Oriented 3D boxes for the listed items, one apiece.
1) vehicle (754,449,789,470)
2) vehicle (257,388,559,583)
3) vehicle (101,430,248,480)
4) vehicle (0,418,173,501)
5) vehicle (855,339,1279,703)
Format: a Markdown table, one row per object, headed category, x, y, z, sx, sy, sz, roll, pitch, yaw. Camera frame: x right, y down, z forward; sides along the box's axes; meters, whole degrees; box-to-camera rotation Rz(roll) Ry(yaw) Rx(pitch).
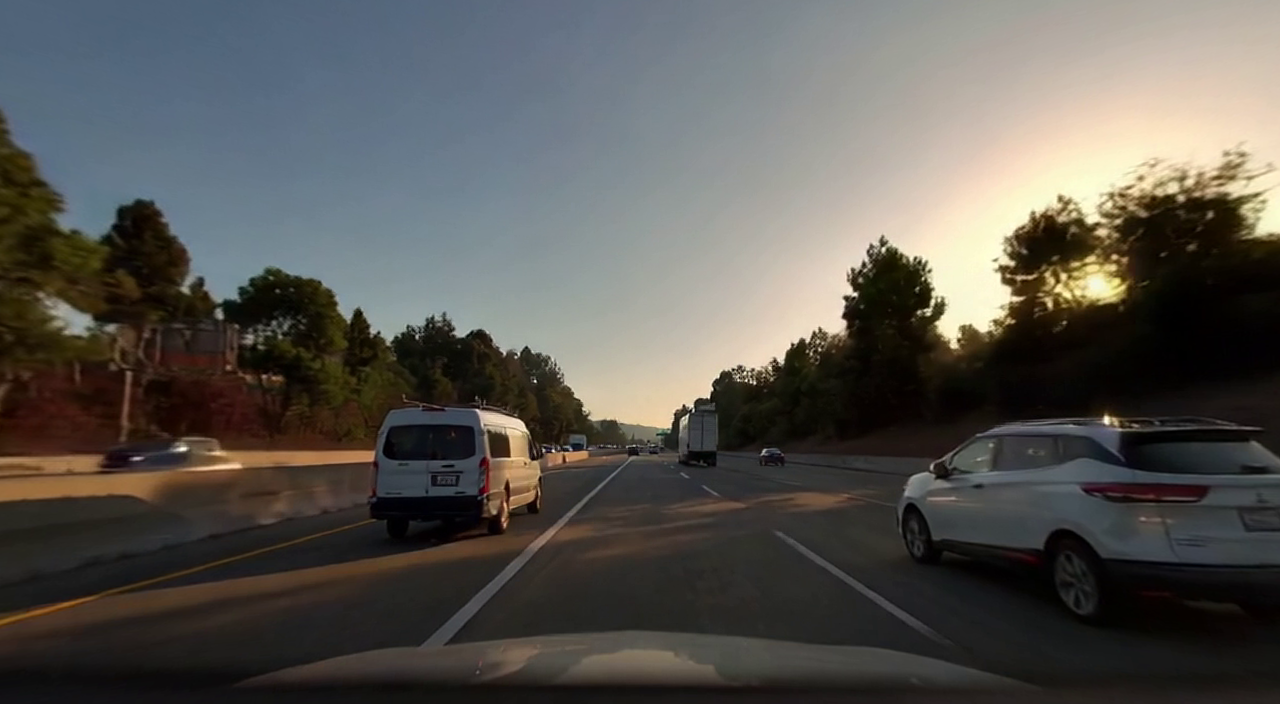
| category | x | y | z | sx | sy | sz | roll | pitch | yaw |
| --- | --- | --- | --- | --- | --- | --- | --- | --- | --- |
| vehicle | 9.956 | 8.168 | 48.099 | 1.929 | 1.470 | 4.466 | 0 | -8 | 3 |
| vehicle | -2.650 | 1.712 | 9.000 | 2.159 | 1.922 | 5.345 | 0 | -8 | 1 |
| vehicle | -17.913 | 3.983 | 24.680 | 1.925 | 1.719 | 5.092 | 0 | -8 | -1 |
| vehicle | -15.243 | 2.770 | 16.614 | 1.979 | 1.846 | 4.934 | 0 | -8 | 1 |
| vehicle | 3.771 | 1.205 | 5.270 | 2.209 | 1.862 | 4.717 | 0 | -8 | -1 |
